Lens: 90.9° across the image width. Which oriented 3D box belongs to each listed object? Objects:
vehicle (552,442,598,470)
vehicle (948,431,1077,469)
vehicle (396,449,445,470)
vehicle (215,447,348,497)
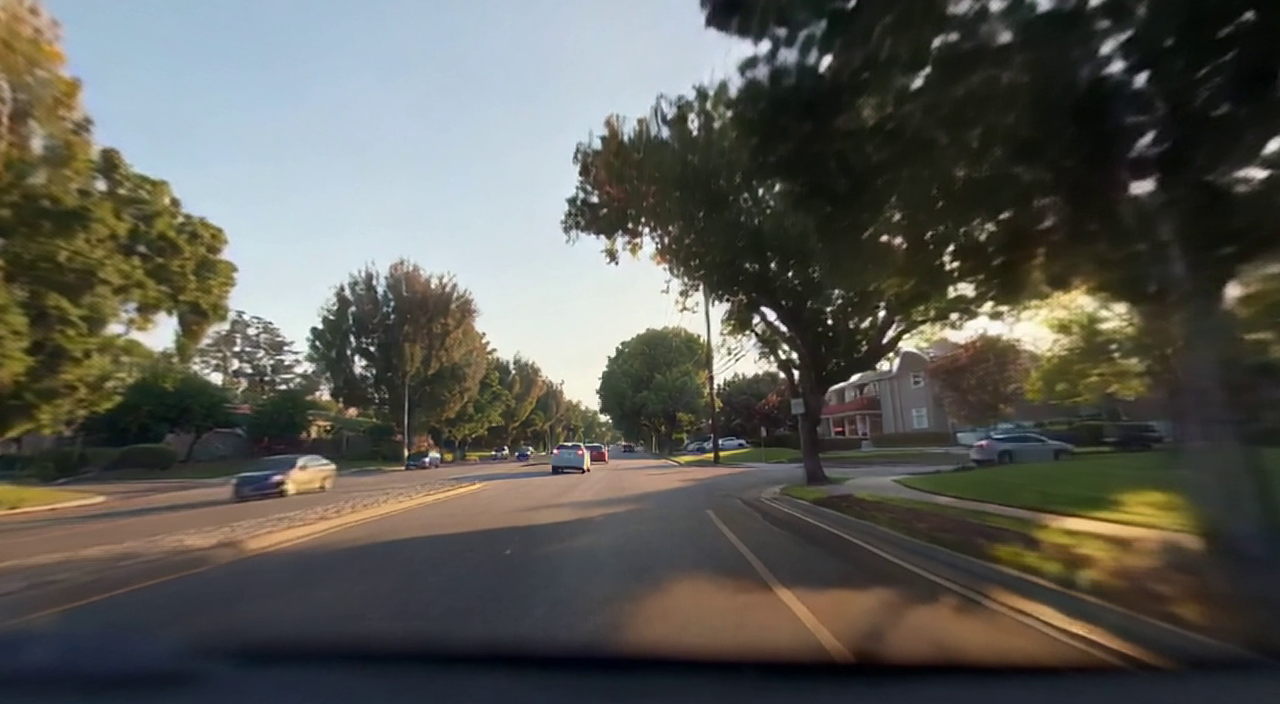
[{"bbox_3d":[-3.573,5.790,35.345,2.084,1.466,4.522,0,-8,0],"label":"vehicle"},{"bbox_3d":[18.035,4.758,30.670,4.904,1.735,2.270,1,-8,-6],"label":"vehicle"},{"bbox_3d":[-16.365,8.010,47.239,1.937,1.480,4.755,0,-8,-1],"label":"vehicle"},{"bbox_3d":[-12.042,4.029,21.604,1.970,1.496,4.512,0,-8,-1],"label":"vehicle"}]
